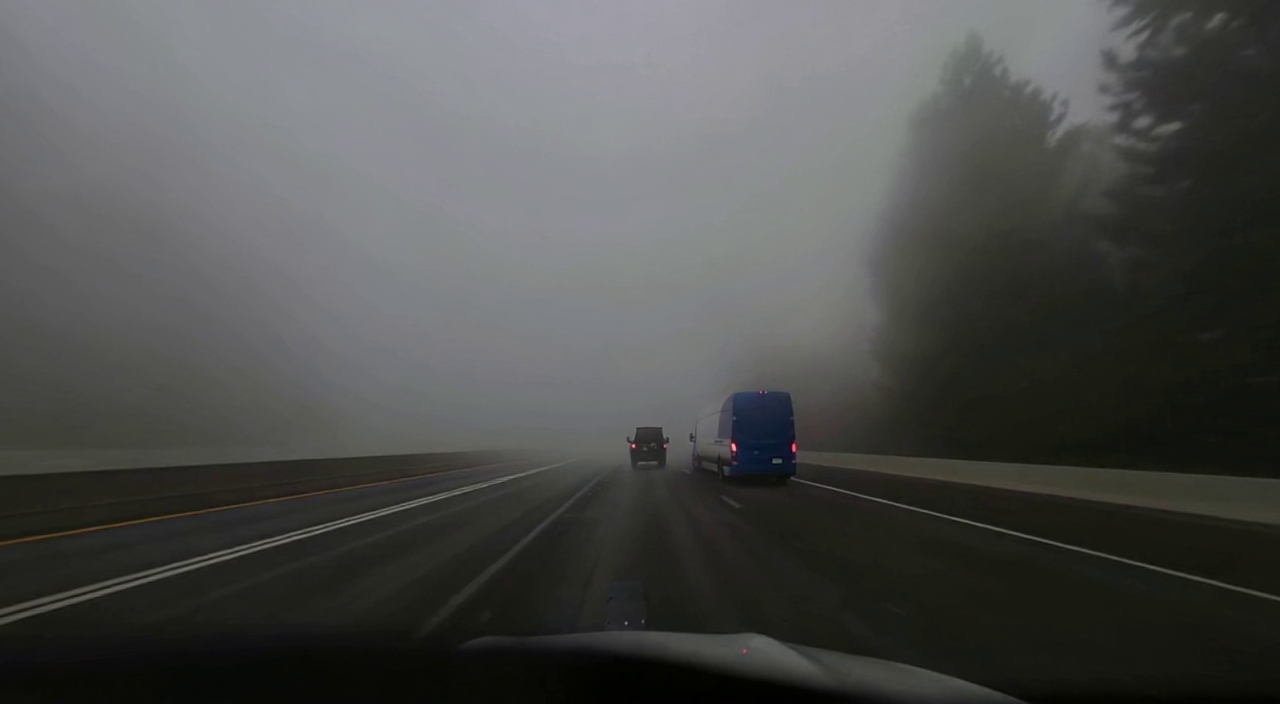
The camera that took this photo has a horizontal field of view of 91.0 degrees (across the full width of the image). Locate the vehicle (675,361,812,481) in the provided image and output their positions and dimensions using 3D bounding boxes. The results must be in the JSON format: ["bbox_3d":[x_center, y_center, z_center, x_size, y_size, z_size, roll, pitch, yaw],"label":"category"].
[{"bbox_3d":[4.098,3.622,30.664,3.892,4.216,16.830,0,-8,0],"label":"vehicle"}]

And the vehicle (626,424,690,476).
[{"bbox_3d":[0.708,4.164,26.906,2.469,2.027,4.554,0,-8,0],"label":"vehicle"}]
